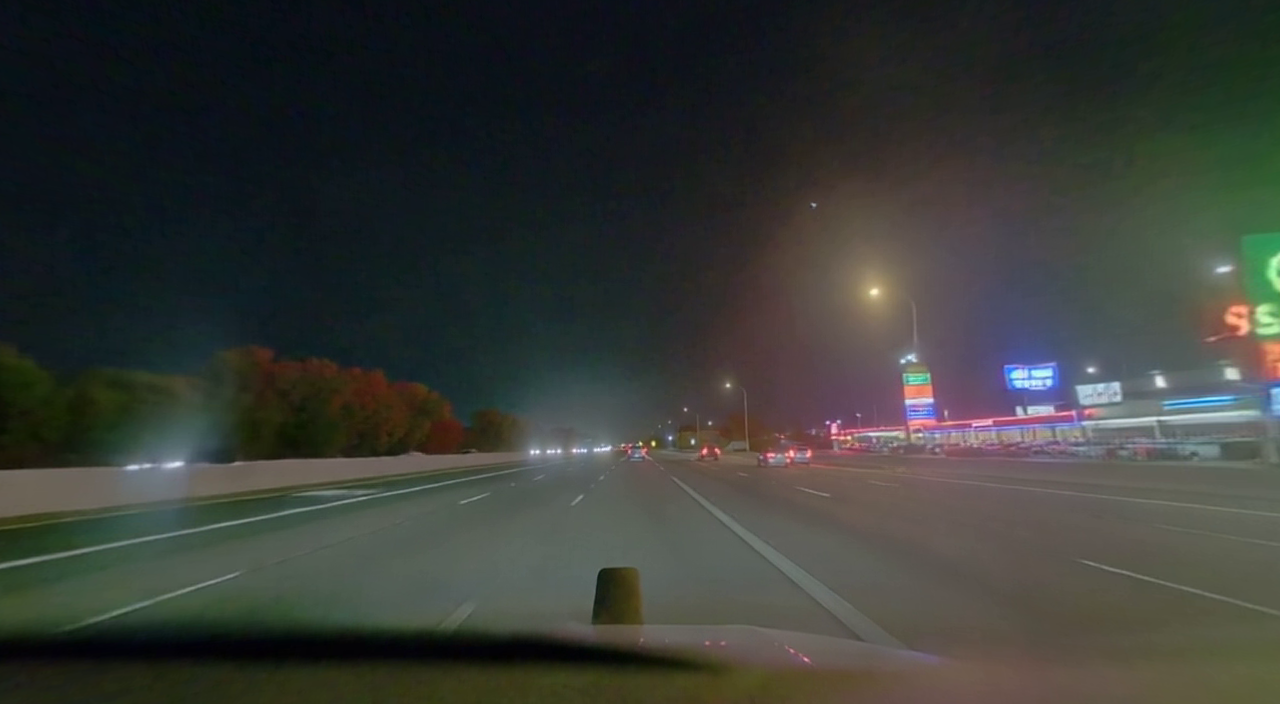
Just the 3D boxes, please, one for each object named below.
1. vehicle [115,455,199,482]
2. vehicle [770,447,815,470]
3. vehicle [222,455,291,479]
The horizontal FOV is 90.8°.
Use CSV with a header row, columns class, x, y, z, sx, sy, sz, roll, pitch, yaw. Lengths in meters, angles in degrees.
class,x,y,z,sx,sy,sz,roll,pitch,yaw
vehicle,-31.086,7.488,40.856,1.897,1.630,4.428,0,-9,0
vehicle,10.436,7.286,43.532,1.953,1.473,4.512,0,-9,-1
vehicle,-26.736,7.983,44.237,2.108,1.518,4.388,0,-9,0
